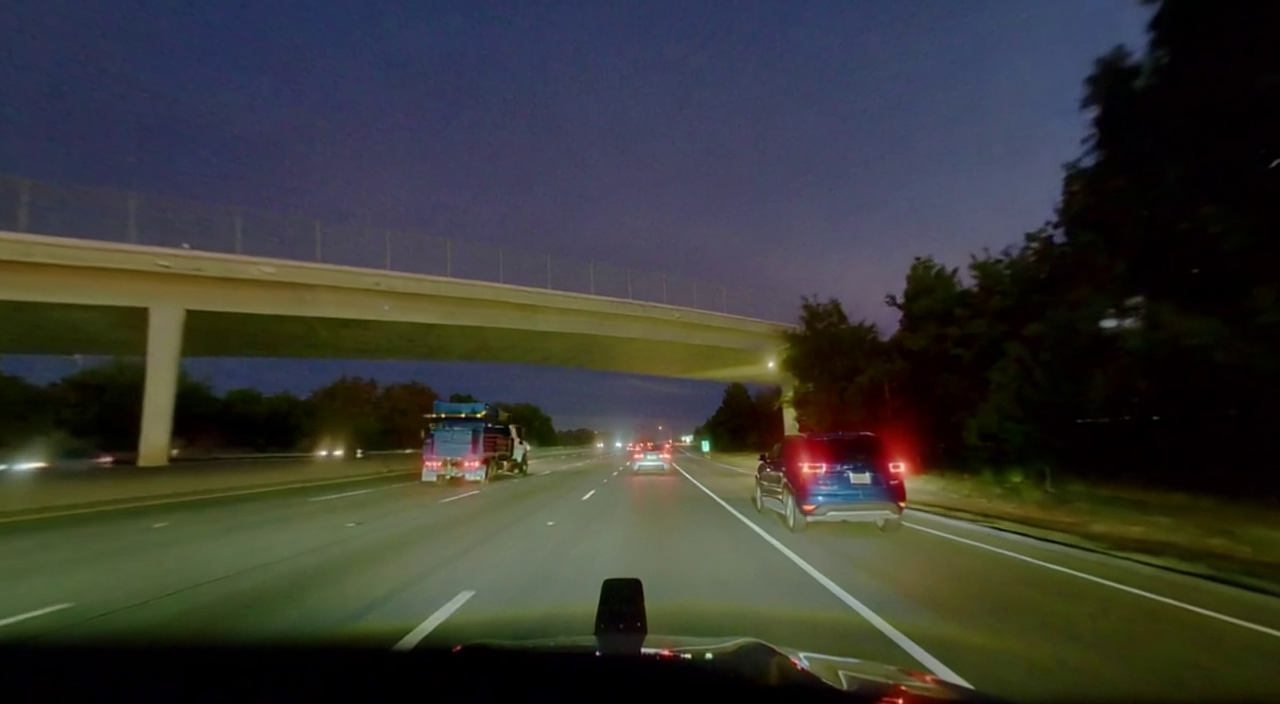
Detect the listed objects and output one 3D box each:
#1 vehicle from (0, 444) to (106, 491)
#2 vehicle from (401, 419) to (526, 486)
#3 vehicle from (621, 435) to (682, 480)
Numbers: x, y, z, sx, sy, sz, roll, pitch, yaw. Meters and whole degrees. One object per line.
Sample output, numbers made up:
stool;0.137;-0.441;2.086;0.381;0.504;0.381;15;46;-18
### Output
vehicle;-20.923;3.854;21.315;1.818;1.433;4.380;0;-8;1
vehicle;-6.589;3.905;24.835;2.827;2.236;7.057;0;-8;0
vehicle;0.473;4.375;26.373;2.336;1.722;4.212;0;-8;0
